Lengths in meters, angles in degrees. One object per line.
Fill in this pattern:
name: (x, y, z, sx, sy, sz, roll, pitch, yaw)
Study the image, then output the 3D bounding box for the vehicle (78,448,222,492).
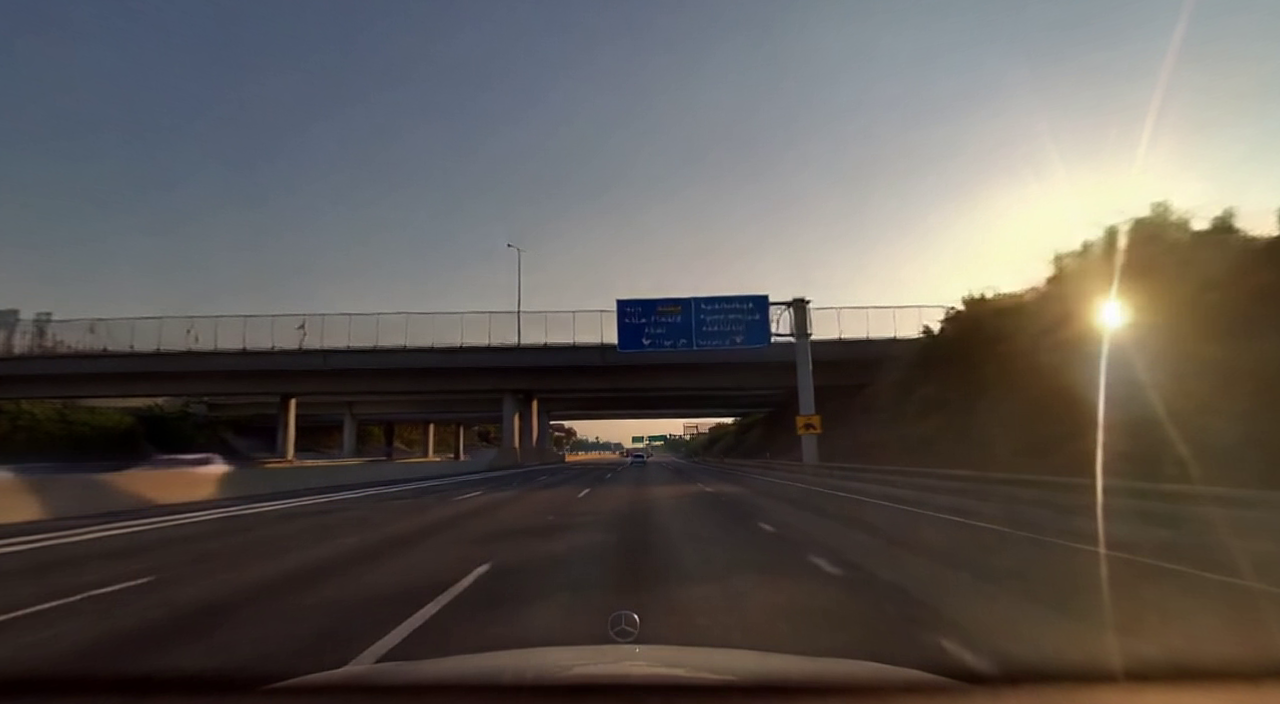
vehicle: (-18.819, 4.530, 24.534, 1.874, 1.512, 4.560, 0, -9, 0)
